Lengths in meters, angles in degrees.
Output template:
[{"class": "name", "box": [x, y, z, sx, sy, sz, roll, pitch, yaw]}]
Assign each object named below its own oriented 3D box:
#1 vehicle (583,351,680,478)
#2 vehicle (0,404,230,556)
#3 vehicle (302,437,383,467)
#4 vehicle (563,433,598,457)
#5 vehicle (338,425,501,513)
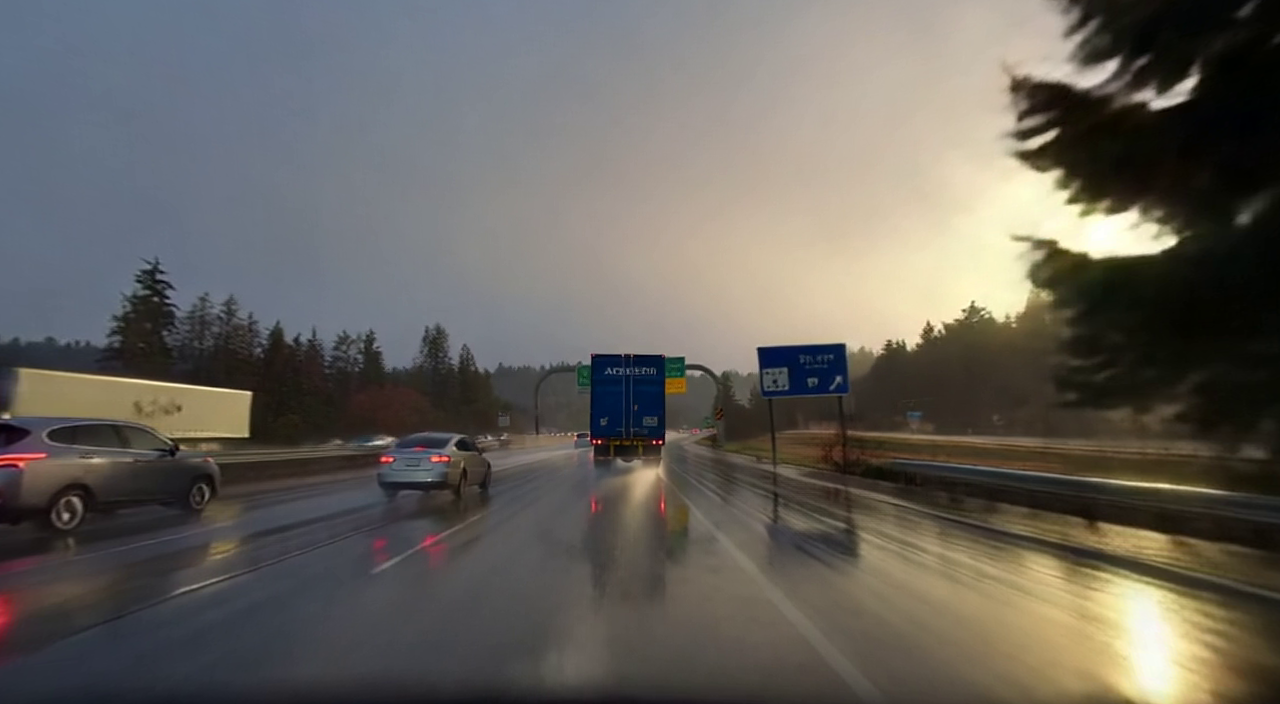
[{"class": "vehicle", "box": [-0.354, 2.725, 25.760, 3.118, 4.106, 10.719, 0, -8, -1]}, {"class": "vehicle", "box": [-8.074, 1.663, 8.746, 1.990, 1.654, 4.129, 0, -8, -1]}, {"class": "vehicle", "box": [-16.426, 5.536, 35.039, 2.124, 1.515, 4.967, 0, -8, 0]}, {"class": "vehicle", "box": [-4.274, 6.761, 45.912, 2.104, 1.653, 4.302, 0, -8, 0]}, {"class": "vehicle", "box": [-4.218, 2.269, 12.777, 1.933, 1.492, 3.838, 0, -8, 0]}]
